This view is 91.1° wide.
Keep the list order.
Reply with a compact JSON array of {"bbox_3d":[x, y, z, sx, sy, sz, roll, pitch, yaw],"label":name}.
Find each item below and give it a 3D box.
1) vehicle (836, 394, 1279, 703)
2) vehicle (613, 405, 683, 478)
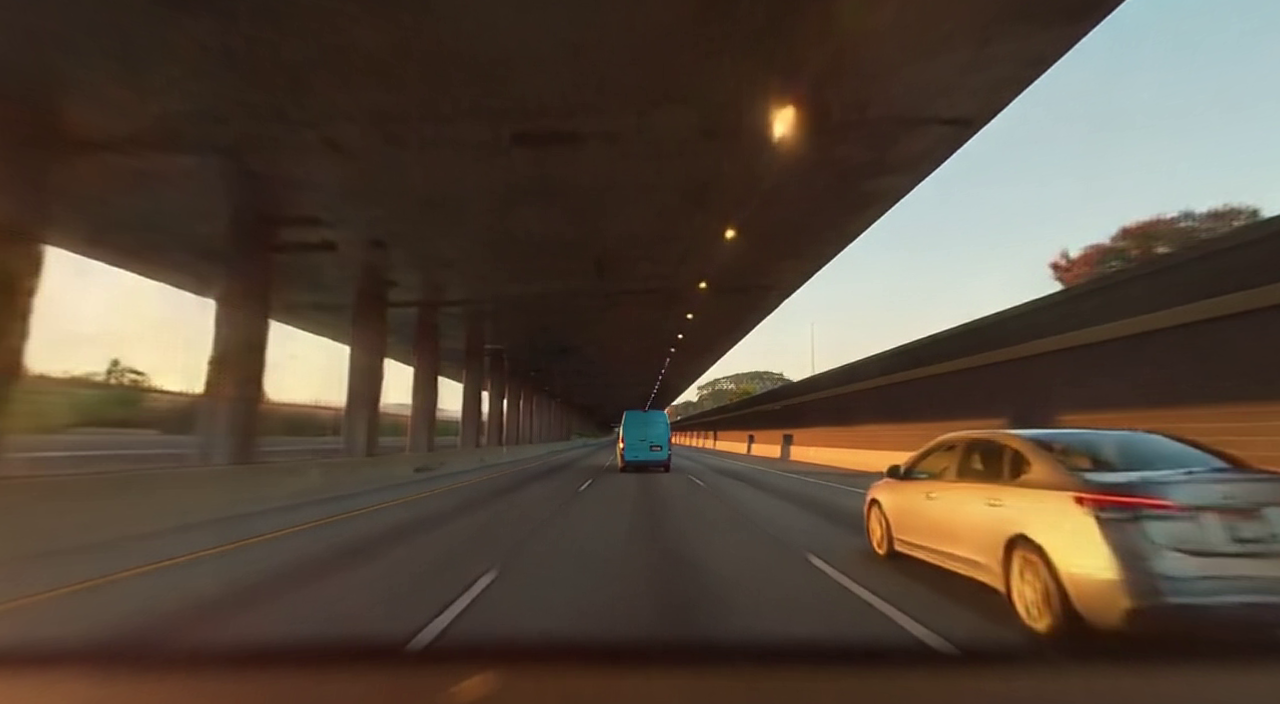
[{"bbox_3d":[3.299,1.250,5.010,2.095,1.553,4.069,0,-8,-1],"label":"vehicle"},{"bbox_3d":[0.234,3.425,24.174,2.404,2.459,5.229,0,-8,-1],"label":"vehicle"}]
